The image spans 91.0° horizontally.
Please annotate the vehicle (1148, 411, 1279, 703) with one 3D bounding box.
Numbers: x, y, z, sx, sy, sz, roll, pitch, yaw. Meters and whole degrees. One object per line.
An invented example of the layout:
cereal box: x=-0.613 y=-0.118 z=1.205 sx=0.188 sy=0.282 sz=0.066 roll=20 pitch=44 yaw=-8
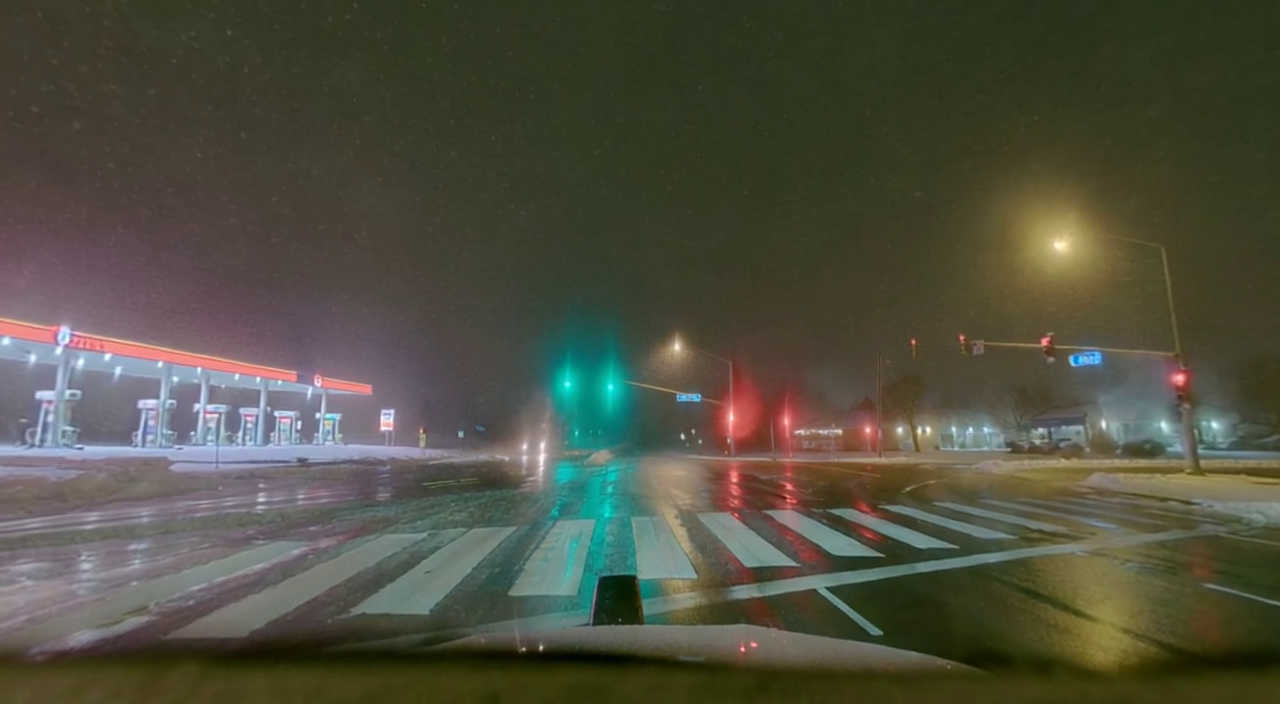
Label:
vehicle: x=3.316 y=0.680 z=0.547 sx=2.023 sy=1.437 sz=4.477 roll=0 pitch=-9 yaw=0
